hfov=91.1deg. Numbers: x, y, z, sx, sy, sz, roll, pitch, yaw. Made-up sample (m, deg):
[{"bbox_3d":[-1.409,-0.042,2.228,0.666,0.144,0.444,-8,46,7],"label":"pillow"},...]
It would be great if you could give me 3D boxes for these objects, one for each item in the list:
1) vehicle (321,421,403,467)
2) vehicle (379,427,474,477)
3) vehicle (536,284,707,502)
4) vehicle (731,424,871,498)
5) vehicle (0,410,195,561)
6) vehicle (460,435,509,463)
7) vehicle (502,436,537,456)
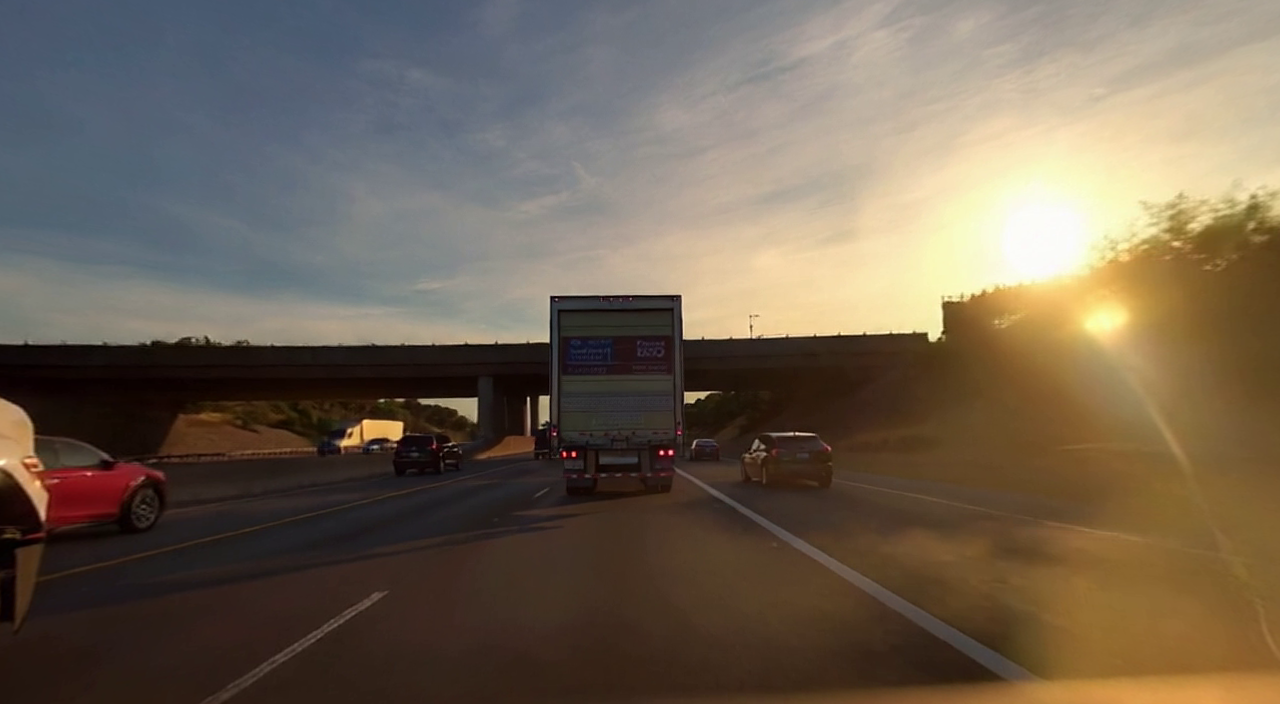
[{"bbox_3d":[-16.482,5.479,37.679,2.270,2.482,5.811,0,-8,0],"label":"vehicle"},{"bbox_3d":[-7.957,3.759,23.994,2.057,1.698,4.550,0,-8,0],"label":"vehicle"},{"bbox_3d":[-0.514,1.343,15.858,2.911,3.787,9.905,0,-8,-2],"label":"vehicle"},{"bbox_3d":[3.652,2.551,15.244,2.003,1.519,4.580,0,-8,-3],"label":"vehicle"},{"bbox_3d":[-8.134,1.595,7.796,2.048,1.652,4.421,0,-8,-2],"label":"vehicle"},{"bbox_3d":[-8.740,5.432,35.536,1.845,1.488,3.656,0,-8,0],"label":"vehicle"},{"bbox_3d":[-8.969,7.004,46.977,1.928,1.474,3.588,0,-8,0],"label":"vehicle"}]
